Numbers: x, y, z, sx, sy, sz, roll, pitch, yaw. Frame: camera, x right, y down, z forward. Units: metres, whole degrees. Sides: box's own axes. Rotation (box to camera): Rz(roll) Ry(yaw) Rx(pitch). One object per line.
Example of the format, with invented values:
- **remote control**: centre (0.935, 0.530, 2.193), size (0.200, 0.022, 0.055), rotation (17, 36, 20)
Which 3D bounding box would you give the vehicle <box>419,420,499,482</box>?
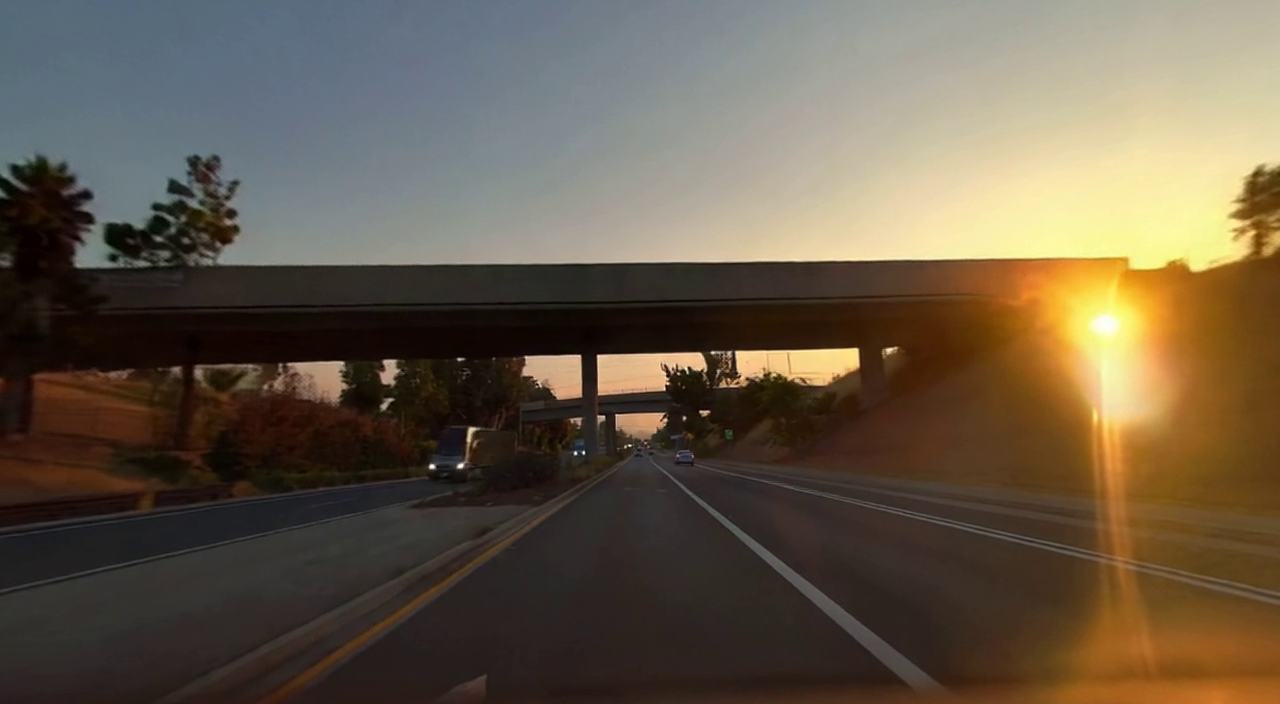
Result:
- **vehicle**: centre (-13.107, 7.323, 46.797), size (3.038, 4.027, 9.826), rotation (0, -9, 0)
